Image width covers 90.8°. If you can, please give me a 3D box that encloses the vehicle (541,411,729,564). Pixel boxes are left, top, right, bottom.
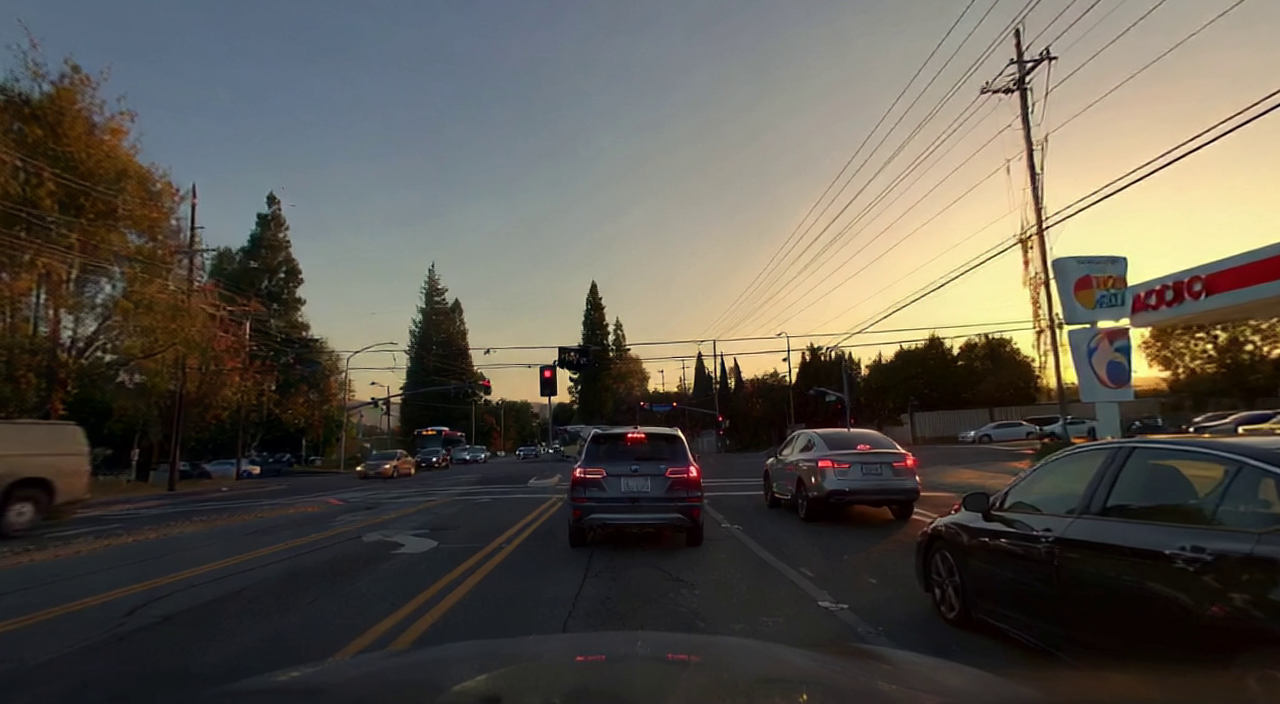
[{"bbox_3d":[-0.104,1.805,9.109,2.087,1.677,4.053,0,-9,-1],"label":"vehicle"}]

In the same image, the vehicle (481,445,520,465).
[{"bbox_3d":[-10.756,7.979,49.041,2.030,1.498,4.690,0,-9,0],"label":"vehicle"}]

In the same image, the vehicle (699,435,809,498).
[{"bbox_3d":[2.892,3.041,17.170,2.040,1.481,4.407,0,-9,-2],"label":"vehicle"}]

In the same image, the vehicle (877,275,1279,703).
[{"bbox_3d":[3.101,0.833,3.209,2.049,1.813,4.245,0,-9,-1],"label":"vehicle"}]

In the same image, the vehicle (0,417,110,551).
[{"bbox_3d":[-10.586,1.778,8.122,2.333,1.950,5.941,0,-9,1],"label":"vehicle"}]

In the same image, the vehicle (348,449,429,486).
[{"bbox_3d":[-10.486,4.818,26.656,1.812,1.403,3.918,0,-9,0],"label":"vehicle"}]
